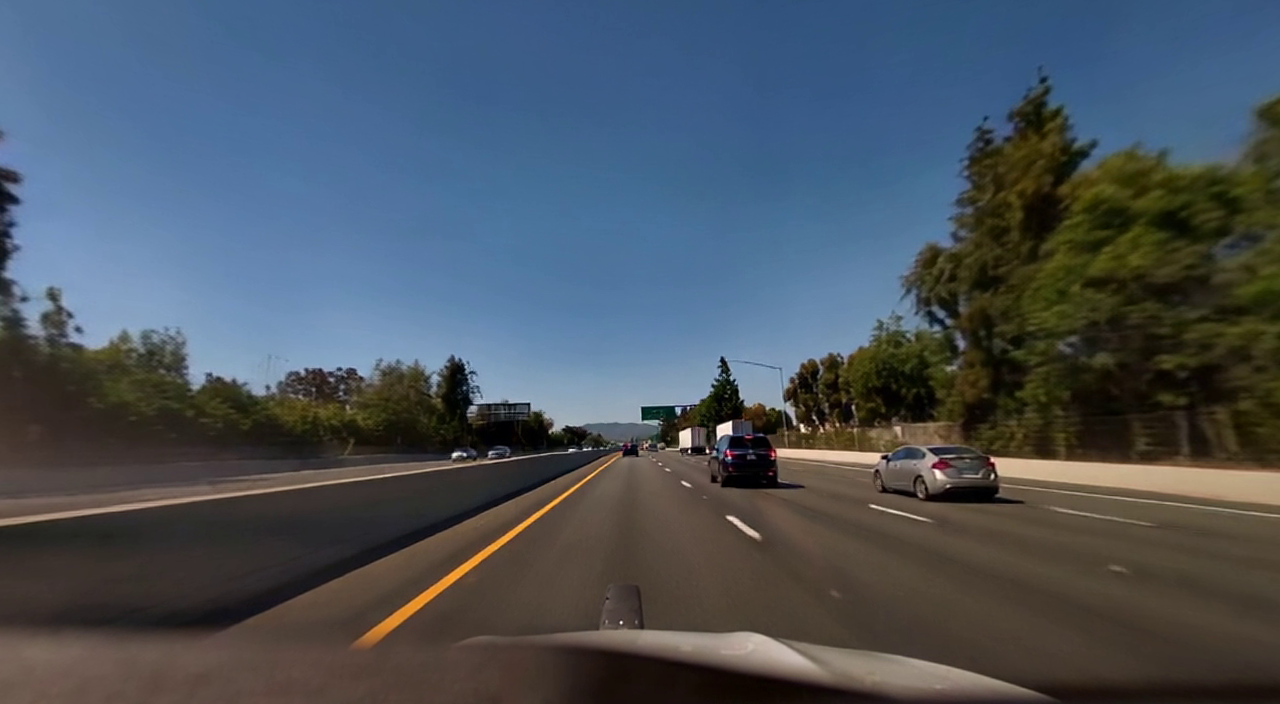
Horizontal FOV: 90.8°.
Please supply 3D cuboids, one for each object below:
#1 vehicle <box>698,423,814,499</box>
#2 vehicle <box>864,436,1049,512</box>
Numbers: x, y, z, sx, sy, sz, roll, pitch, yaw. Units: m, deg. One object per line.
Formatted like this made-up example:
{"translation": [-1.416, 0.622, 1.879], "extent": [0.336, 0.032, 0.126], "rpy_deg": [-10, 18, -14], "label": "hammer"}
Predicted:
{"translation": [3.027, 3.000, 17.786], "extent": [2.258, 1.824, 4.908], "rpy_deg": [0, -9, -1], "label": "vehicle"}
{"translation": [6.866, 2.674, 14.303], "extent": [2.009, 1.456, 4.097], "rpy_deg": [0, -9, -1], "label": "vehicle"}
